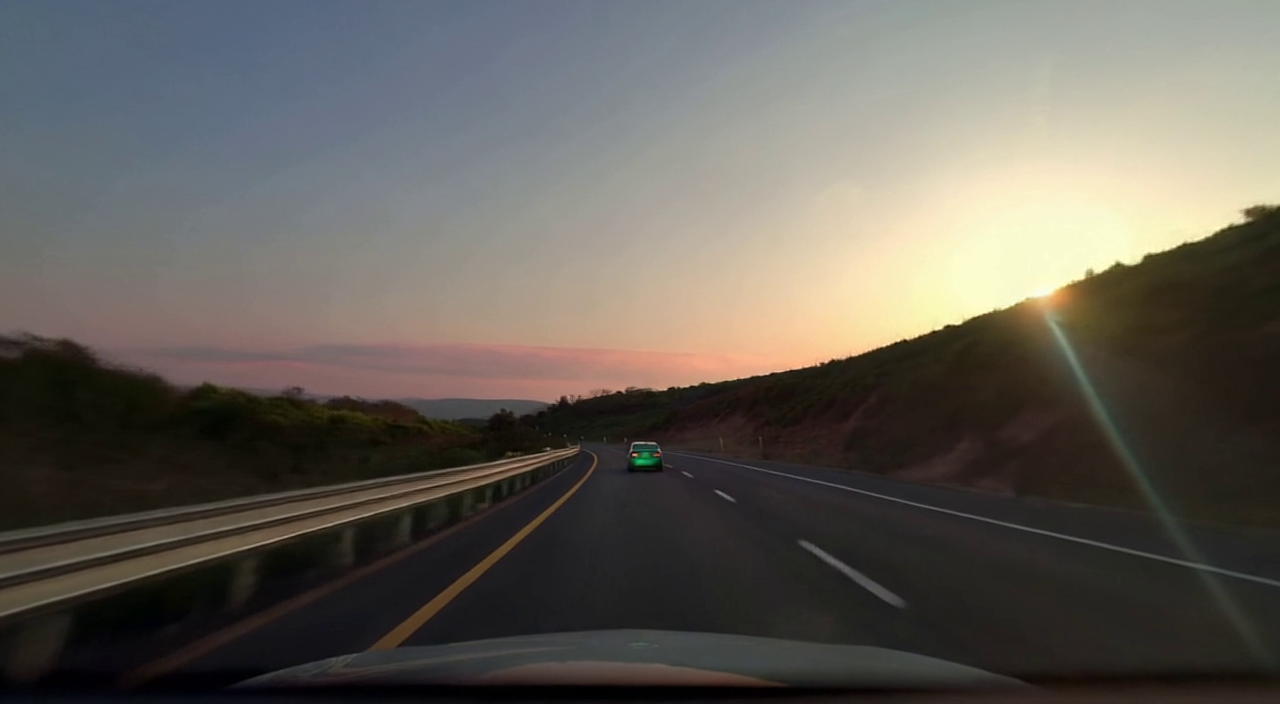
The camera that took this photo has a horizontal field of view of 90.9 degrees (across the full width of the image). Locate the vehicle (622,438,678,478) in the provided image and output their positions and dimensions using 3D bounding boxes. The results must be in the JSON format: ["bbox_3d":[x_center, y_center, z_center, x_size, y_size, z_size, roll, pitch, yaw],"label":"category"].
[{"bbox_3d":[0.327,4.383,26.351,2.029,1.474,4.183,0,-9,-4],"label":"vehicle"}]
